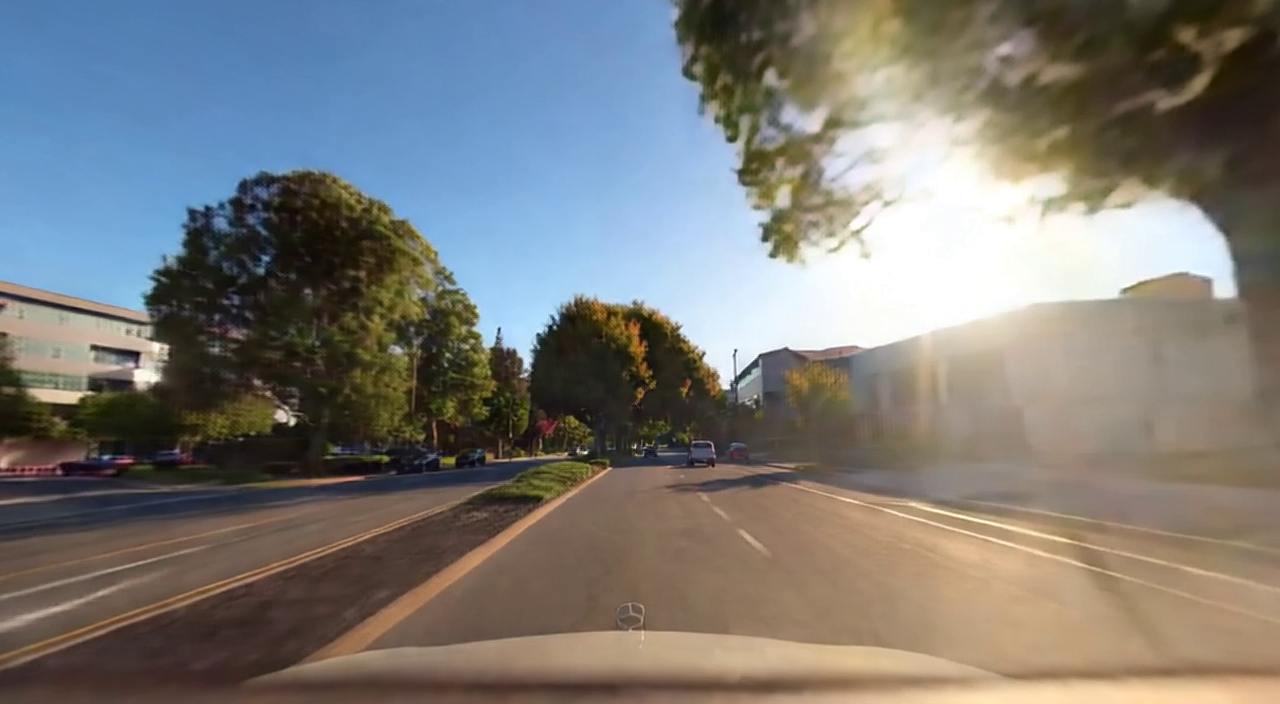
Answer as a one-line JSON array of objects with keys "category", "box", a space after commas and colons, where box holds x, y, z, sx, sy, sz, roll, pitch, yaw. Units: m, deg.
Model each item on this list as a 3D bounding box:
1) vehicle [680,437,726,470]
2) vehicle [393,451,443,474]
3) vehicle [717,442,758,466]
[{"category": "vehicle", "box": [3.544, 5.783, 36.189, 2.143, 1.759, 4.378, 0, -9, -1]}, {"category": "vehicle", "box": [-16.296, 8.106, 46.535, 2.009, 1.540, 4.849, 0, -9, 0]}, {"category": "vehicle", "box": [6.628, 7.008, 43.423, 2.100, 1.491, 4.563, 0, -9, 0]}]
